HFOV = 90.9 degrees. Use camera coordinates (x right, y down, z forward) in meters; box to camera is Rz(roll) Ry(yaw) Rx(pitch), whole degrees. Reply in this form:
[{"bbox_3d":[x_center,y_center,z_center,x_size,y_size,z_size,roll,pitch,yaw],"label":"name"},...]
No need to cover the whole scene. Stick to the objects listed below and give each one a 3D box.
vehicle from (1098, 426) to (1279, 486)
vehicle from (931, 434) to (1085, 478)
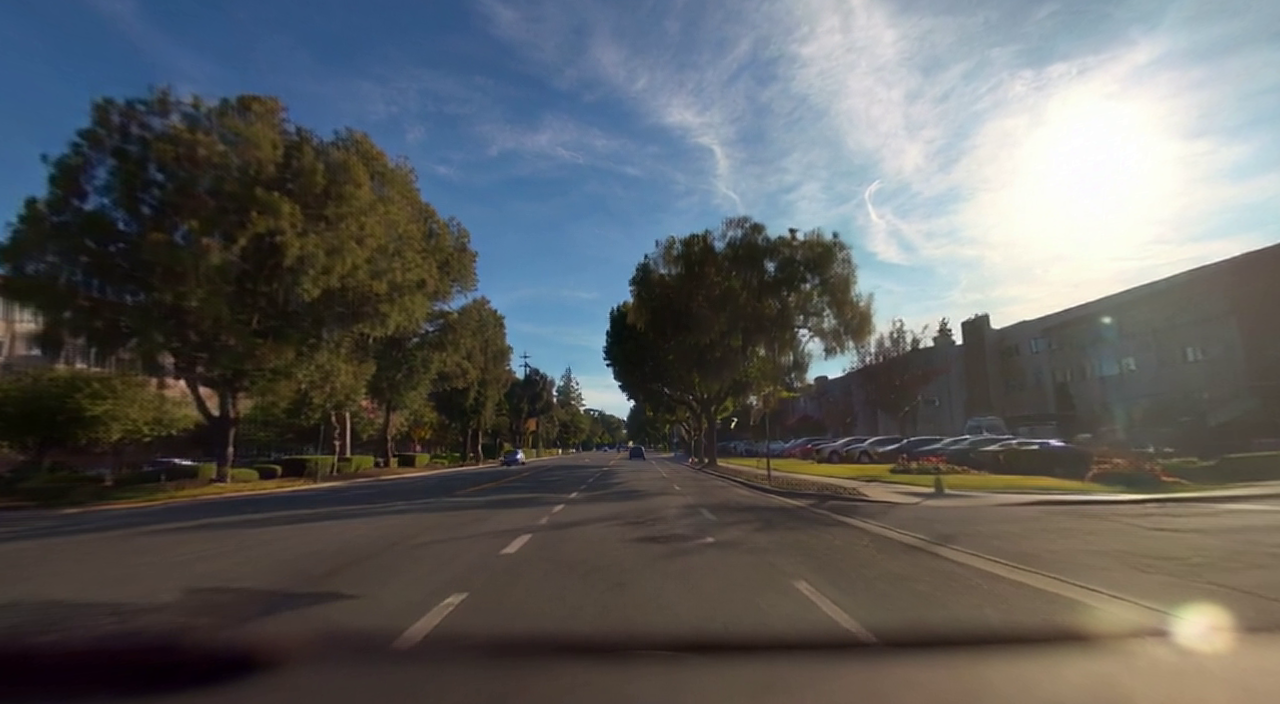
[{"bbox_3d":[18.482,3.479,21.362,1.991,1.682,4.877,-2,-8,-4],"label":"vehicle"},{"bbox_3d":[14.403,4.076,24.847,4.854,1.649,1.886,0,-9,-2],"label":"vehicle"}]
